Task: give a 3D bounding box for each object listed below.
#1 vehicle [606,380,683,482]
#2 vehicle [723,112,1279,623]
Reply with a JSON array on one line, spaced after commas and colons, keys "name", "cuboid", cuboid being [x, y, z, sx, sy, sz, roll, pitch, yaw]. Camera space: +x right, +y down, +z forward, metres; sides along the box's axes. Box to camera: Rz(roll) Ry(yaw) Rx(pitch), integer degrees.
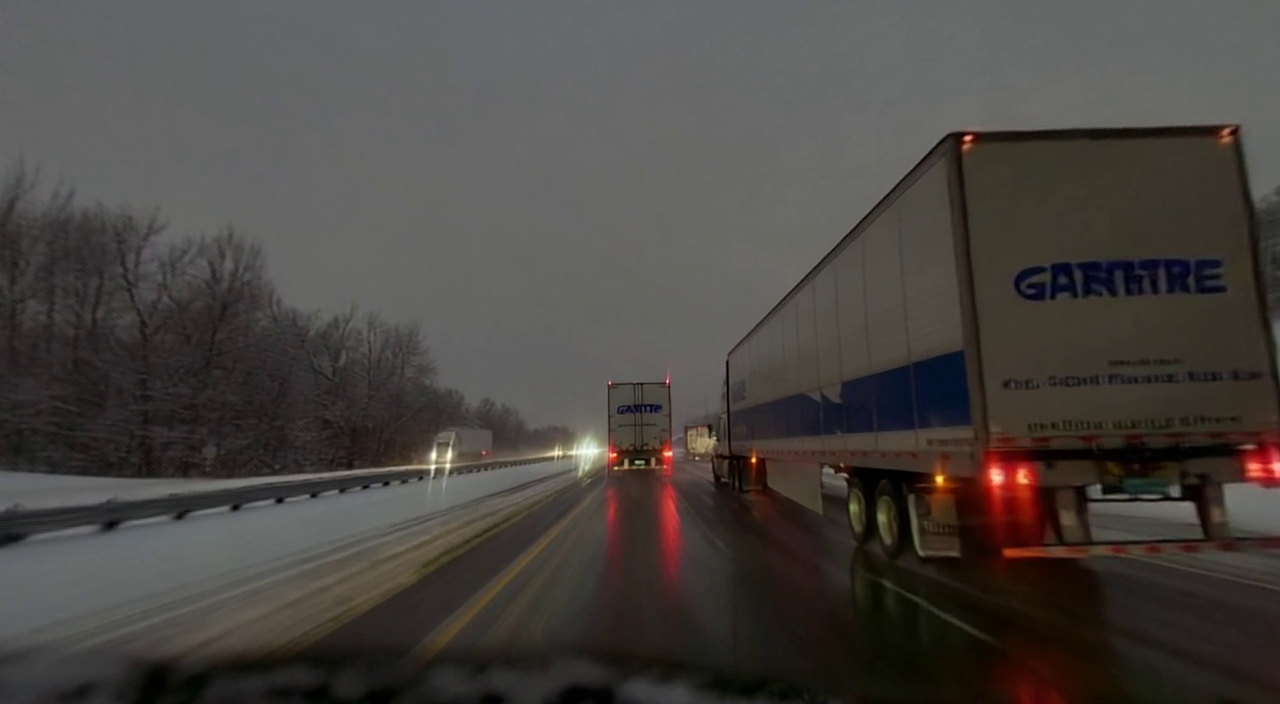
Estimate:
[{"name": "vehicle", "cuboid": [0.187, 3.706, 28.602, 2.864, 3.805, 9.709, 0, -9, 0]}, {"name": "vehicle", "cuboid": [4.189, 1.096, 12.231, 3.044, 4.128, 14.482, 0, -9, -1]}]
